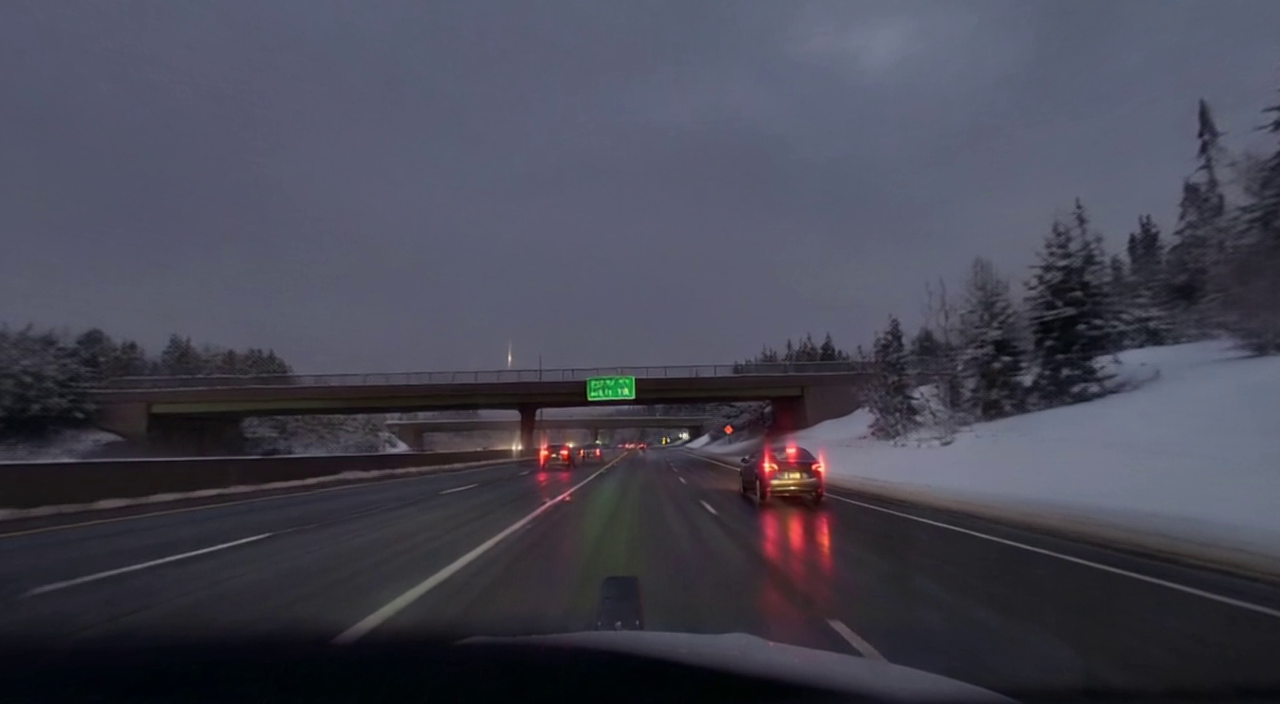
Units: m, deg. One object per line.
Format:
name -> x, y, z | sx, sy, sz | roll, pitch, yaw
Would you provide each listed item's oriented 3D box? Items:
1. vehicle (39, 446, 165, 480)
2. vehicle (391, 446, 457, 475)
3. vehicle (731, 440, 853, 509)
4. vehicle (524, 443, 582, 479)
vehicle -> -28.314, 5.834, 33.455 | 1.987, 1.665, 5.328 | 0, -9, 0
vehicle -> -11.747, 5.932, 34.654 | 1.919, 1.497, 4.765 | 0, -9, 0
vehicle -> 3.754, 3.096, 16.436 | 2.079, 1.535, 4.316 | 0, -9, 0
vehicle -> -4.039, 5.134, 29.876 | 2.072, 1.545, 4.687 | 0, -9, 0
